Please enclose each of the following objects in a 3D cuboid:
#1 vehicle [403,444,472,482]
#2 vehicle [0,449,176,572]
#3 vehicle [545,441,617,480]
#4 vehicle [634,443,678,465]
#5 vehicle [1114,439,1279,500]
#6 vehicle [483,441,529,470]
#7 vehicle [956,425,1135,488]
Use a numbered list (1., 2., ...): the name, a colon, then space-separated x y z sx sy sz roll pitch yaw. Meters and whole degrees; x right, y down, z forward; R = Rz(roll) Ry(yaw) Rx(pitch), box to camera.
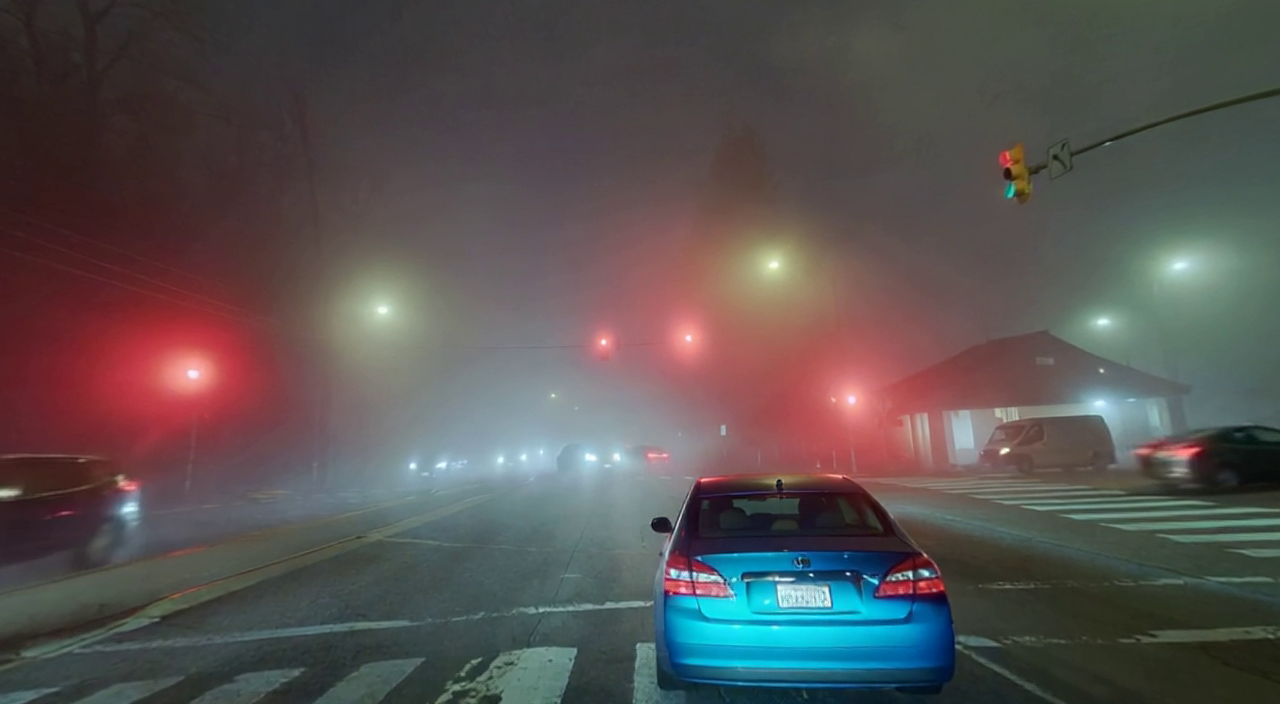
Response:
1. vehicle: -8.635 4.744 27.357 1.779 1.460 4.463 0 -9 -4
2. vehicle: -8.701 2.000 8.174 2.024 1.460 4.381 0 -9 0
3. vehicle: -2.564 4.476 26.391 1.935 1.464 4.562 3 -9 -19
4. vehicle: 1.013 7.074 44.105 1.919 1.453 4.828 2 -9 -13
5. vehicle: 14.669 2.893 15.730 4.228 1.416 1.846 0 -9 -1
6. vehicle: -8.611 6.693 41.081 2.087 1.718 4.700 0 -9 -2
7. vehicle: 14.819 3.784 23.129 5.910 2.046 2.228 3 -9 -20
